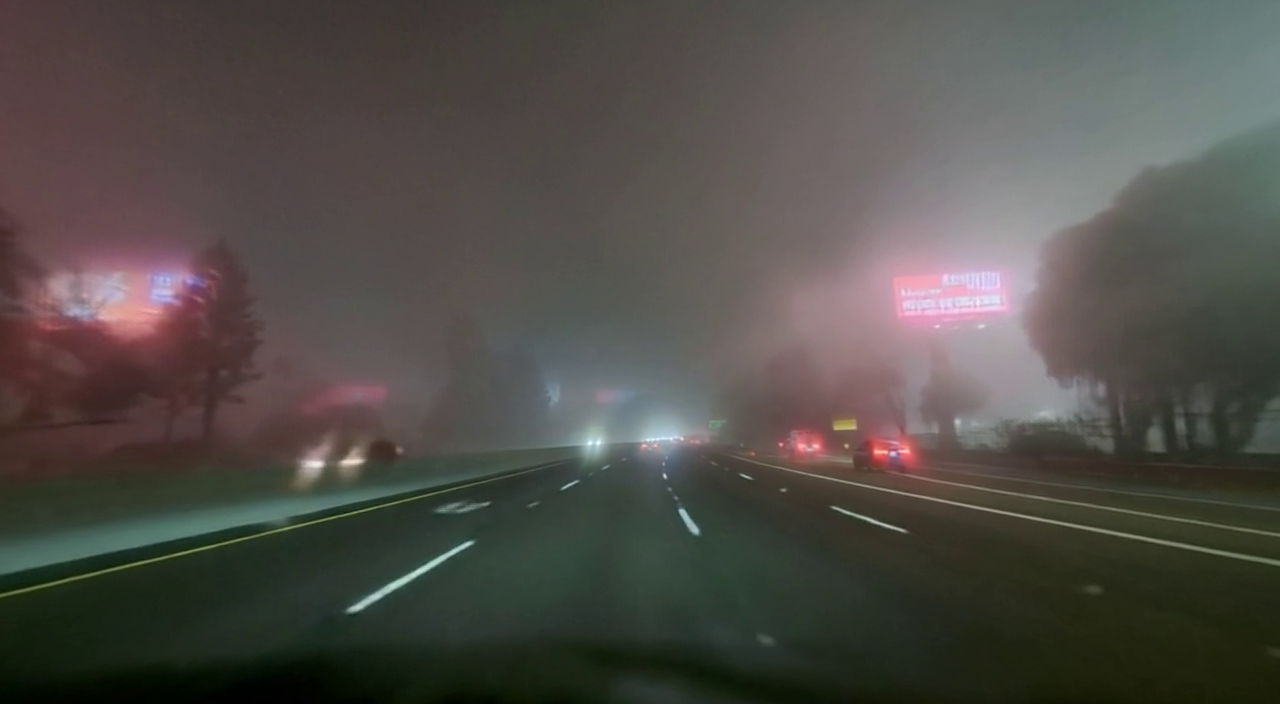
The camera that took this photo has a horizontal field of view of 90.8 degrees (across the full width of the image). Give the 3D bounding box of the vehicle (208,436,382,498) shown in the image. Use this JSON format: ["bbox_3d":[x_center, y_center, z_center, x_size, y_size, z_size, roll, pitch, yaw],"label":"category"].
[{"bbox_3d":[-9.375,3.152,17.776,2.327,1.492,4.540,0,-8,0],"label":"vehicle"}]
